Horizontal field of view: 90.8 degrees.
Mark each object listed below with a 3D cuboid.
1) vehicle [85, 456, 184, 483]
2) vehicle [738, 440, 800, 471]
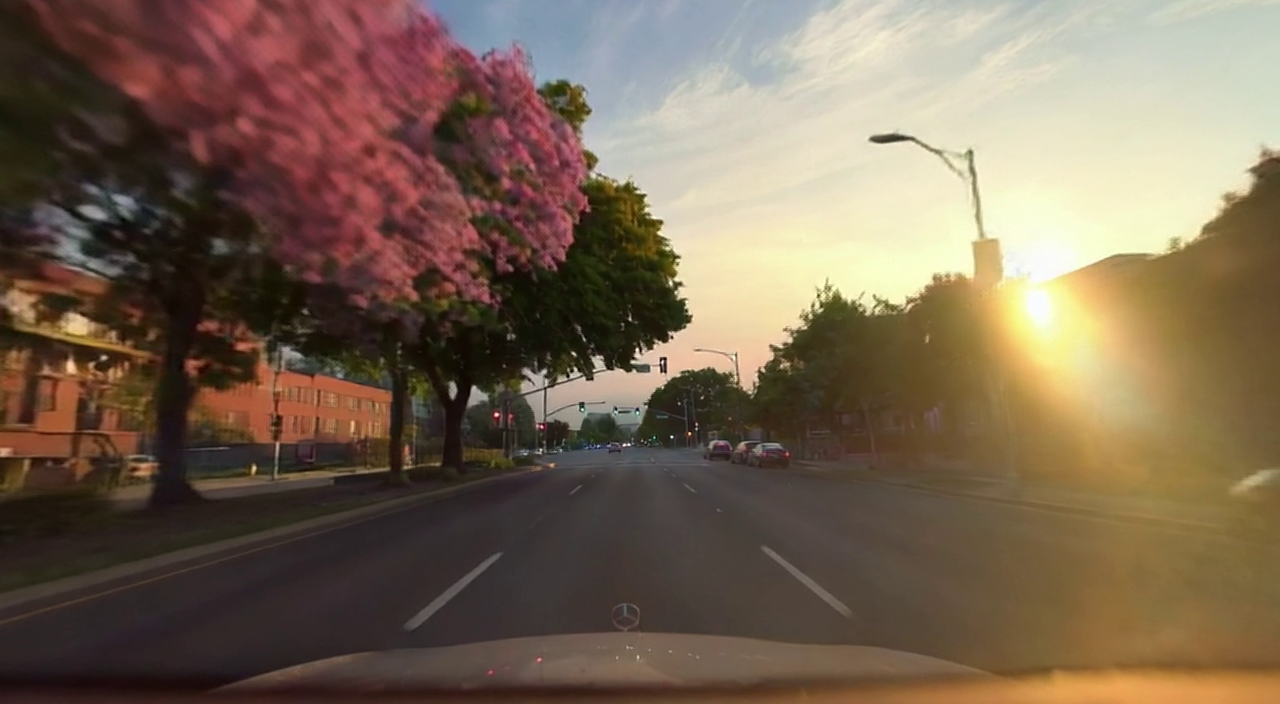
[{"bbox_3d":[-34.970,8.104,43.891,1.985,1.691,5.024,-3,-9,16],"label":"vehicle"},{"bbox_3d":[6.500,5.279,32.385,1.891,1.456,4.909,0,-8,-3],"label":"vehicle"}]
